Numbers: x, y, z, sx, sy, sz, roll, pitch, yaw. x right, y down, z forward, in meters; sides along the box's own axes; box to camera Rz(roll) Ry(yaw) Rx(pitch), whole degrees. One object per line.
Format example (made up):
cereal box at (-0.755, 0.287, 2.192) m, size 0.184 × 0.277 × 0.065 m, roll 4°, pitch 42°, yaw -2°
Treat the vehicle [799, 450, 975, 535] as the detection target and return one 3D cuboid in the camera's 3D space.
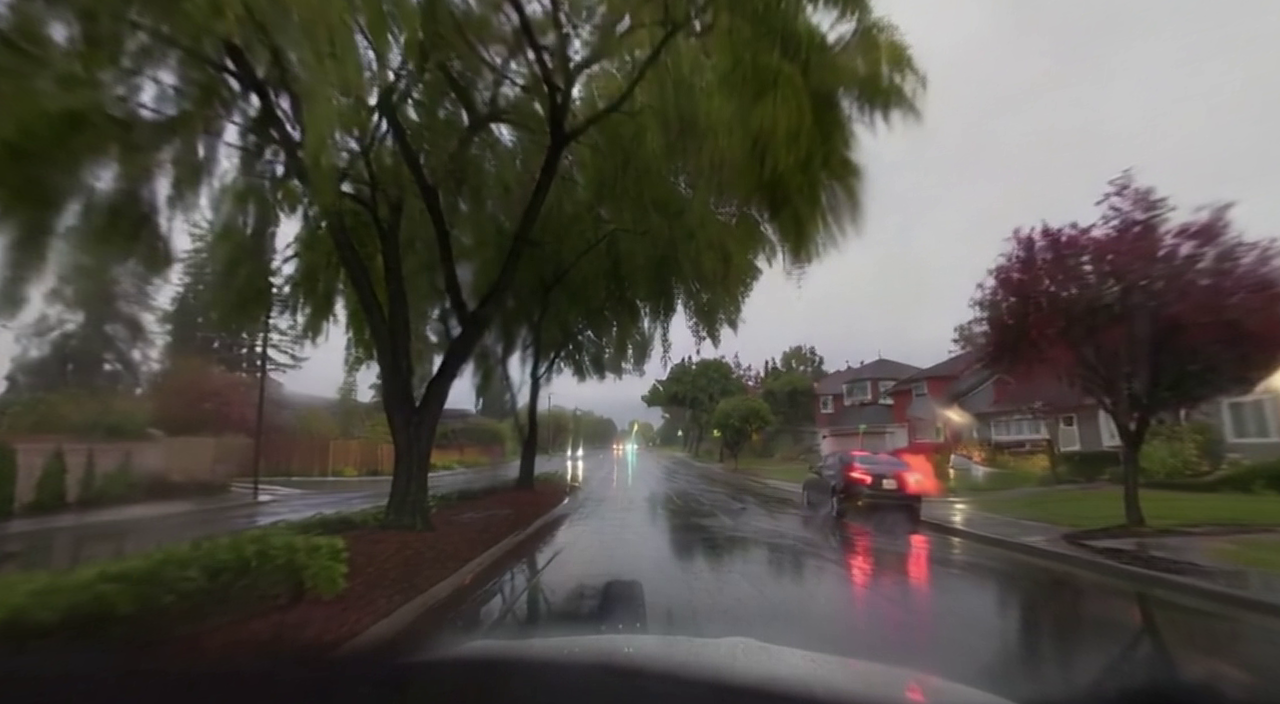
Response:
vehicle at (4.990, 2.853, 13.555) m, size 1.904 × 1.475 × 4.386 m, roll 0°, pitch -9°, yaw -1°
